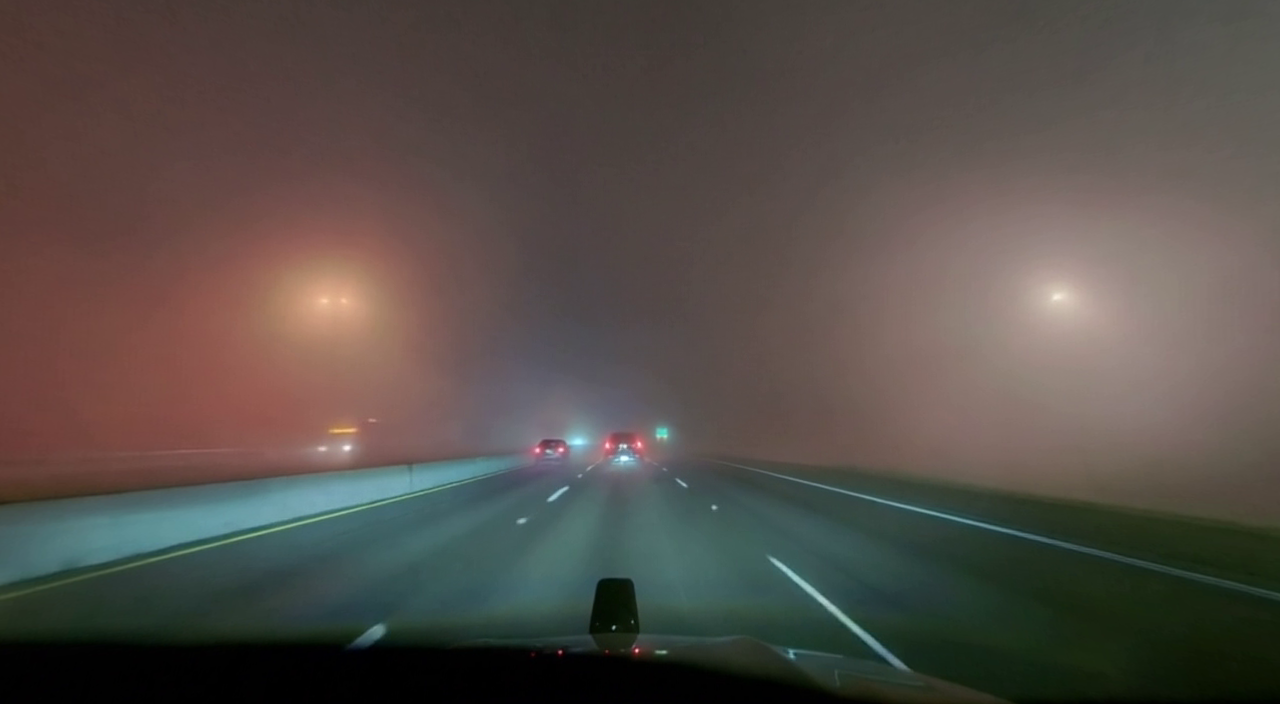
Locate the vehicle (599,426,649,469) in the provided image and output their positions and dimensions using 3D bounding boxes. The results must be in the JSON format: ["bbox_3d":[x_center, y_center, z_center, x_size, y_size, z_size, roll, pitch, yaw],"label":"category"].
[{"bbox_3d":[-0.811,4.820,31.877,2.382,1.973,4.439,0,-8,-1],"label":"vehicle"}]

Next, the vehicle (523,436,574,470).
[{"bbox_3d":[-4.646,5.186,32.647,2.039,1.602,4.317,0,-8,-1],"label":"vehicle"}]

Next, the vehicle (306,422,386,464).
[{"bbox_3d":[-20.142,6.280,43.680,2.290,2.626,7.289,0,-8,-2],"label":"vehicle"}]
